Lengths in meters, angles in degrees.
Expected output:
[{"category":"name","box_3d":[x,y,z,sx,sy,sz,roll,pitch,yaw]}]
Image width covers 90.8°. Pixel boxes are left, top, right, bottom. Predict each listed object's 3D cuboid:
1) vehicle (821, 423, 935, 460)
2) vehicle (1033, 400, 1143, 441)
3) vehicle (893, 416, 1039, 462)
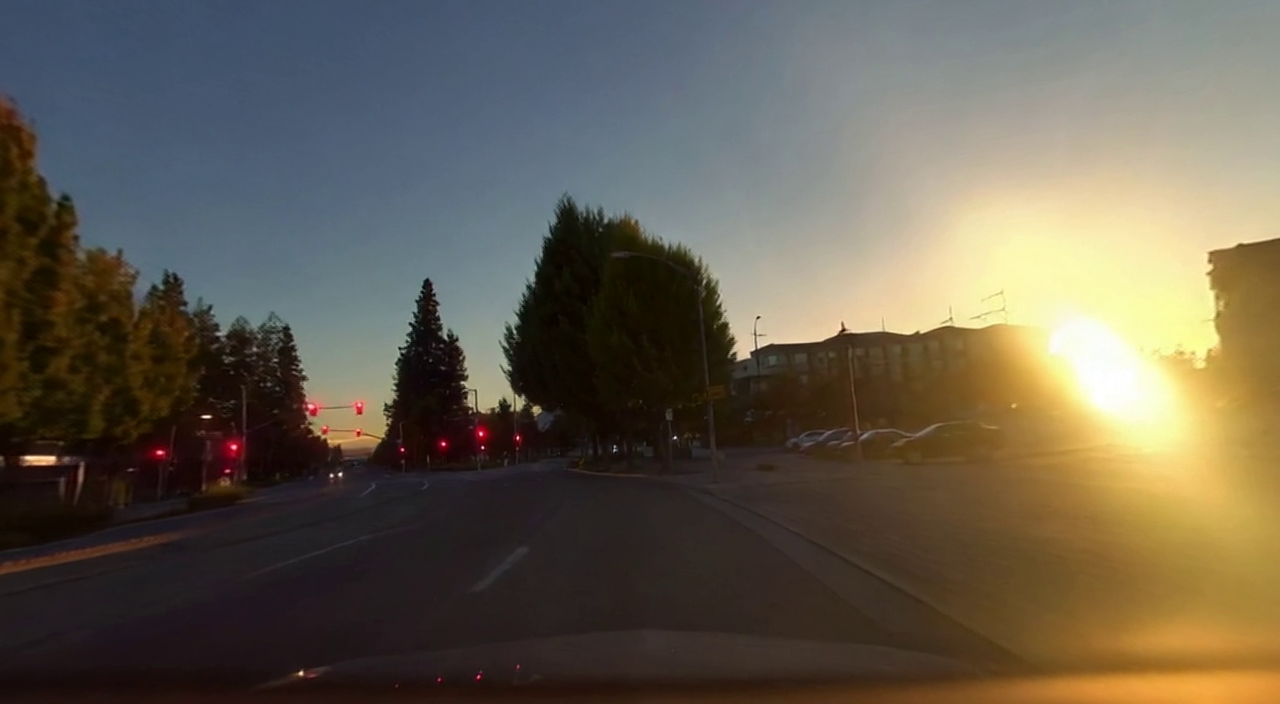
[{"category":"vehicle","box_3d":[10.733,4.094,28.641,4.400,1.584,1.964,2,-9,-12]},{"category":"vehicle","box_3d":[31.240,4.813,44.203,5.870,1.998,2.092,-14,-9,39]},{"category":"vehicle","box_3d":[11.960,3.238,23.342,4.332,1.581,2.028,2,-9,-10]}]
